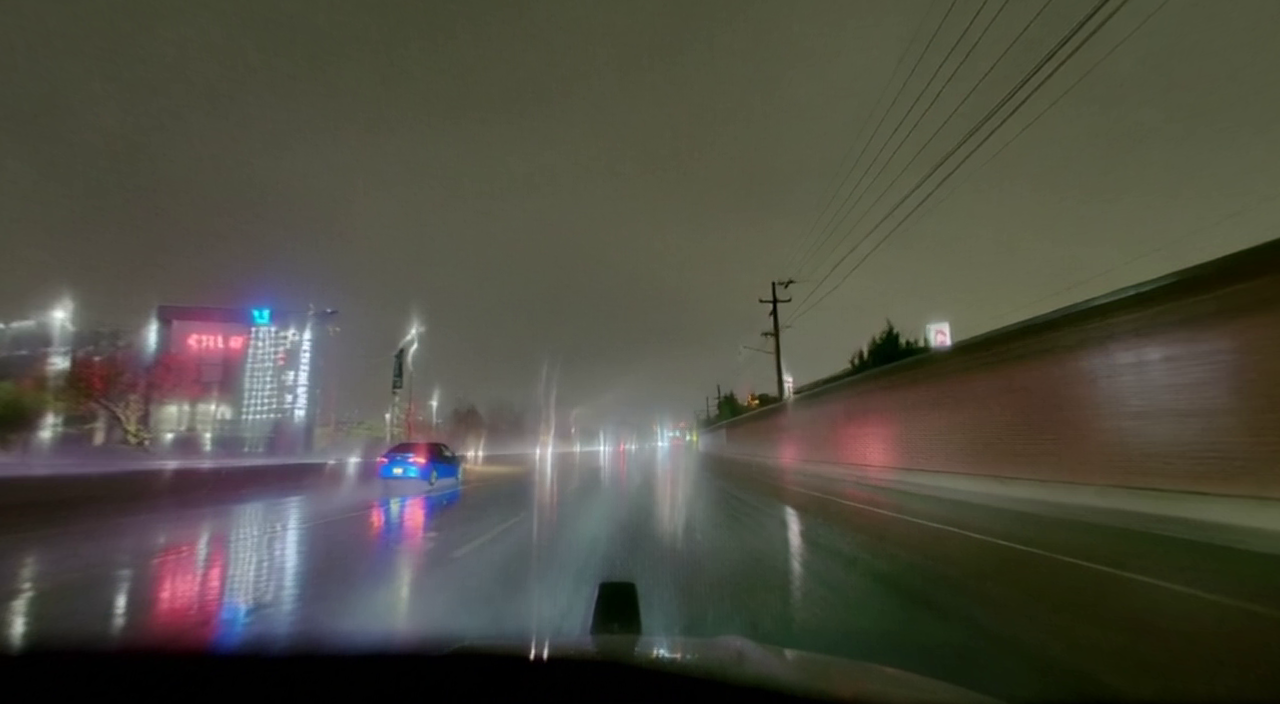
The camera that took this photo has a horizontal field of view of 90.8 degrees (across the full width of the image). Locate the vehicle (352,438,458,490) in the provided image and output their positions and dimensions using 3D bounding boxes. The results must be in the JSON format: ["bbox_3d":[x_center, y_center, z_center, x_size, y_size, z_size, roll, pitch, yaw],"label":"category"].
[{"bbox_3d":[-7.738,3.708,21.254,2.013,1.574,3.923,0,-8,0],"label":"vehicle"}]
